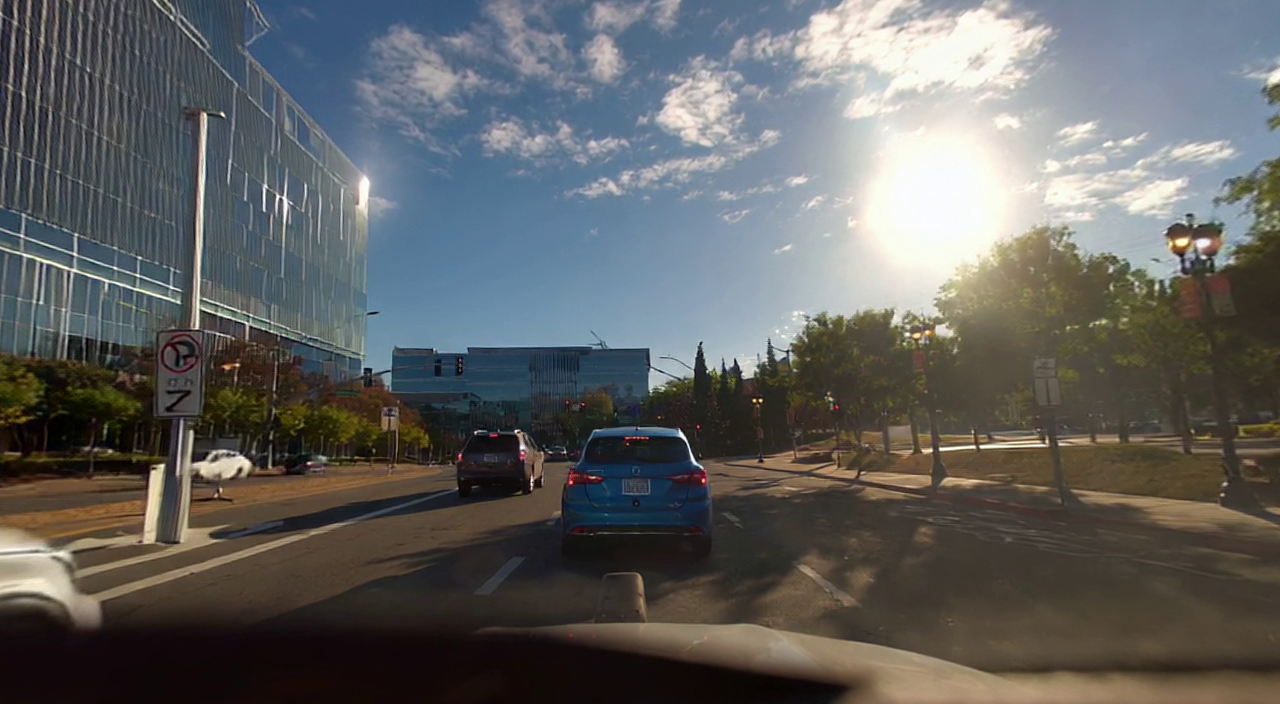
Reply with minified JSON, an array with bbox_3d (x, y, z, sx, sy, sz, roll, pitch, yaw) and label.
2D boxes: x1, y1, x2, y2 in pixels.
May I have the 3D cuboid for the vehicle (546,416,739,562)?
[{"bbox_3d":[0.013,1.885,9.408,2.207,1.659,4.155,0,-8,0],"label":"vehicle"}]

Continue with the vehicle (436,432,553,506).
[{"bbox_3d":[-3.620,2.989,16.581,2.068,1.678,4.199,0,-8,0],"label":"vehicle"}]

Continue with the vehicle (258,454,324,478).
[{"bbox_3d":[-23.092,7.542,42.045,1.830,1.454,4.451,0,-8,0],"label":"vehicle"}]

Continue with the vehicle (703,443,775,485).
[{"bbox_3d":[3.709,4.258,24.459,2.082,1.445,4.426,0,-8,0],"label":"vehicle"}]

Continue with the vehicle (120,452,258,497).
[{"bbox_3d":[-16.516,4.487,23.485,1.826,1.422,4.490,0,-8,0],"label":"vehicle"}]

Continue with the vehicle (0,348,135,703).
[{"bbox_3d":[-3.615,0.602,0.934,2.083,1.691,4.398,0,-8,0],"label":"vehicle"}]
